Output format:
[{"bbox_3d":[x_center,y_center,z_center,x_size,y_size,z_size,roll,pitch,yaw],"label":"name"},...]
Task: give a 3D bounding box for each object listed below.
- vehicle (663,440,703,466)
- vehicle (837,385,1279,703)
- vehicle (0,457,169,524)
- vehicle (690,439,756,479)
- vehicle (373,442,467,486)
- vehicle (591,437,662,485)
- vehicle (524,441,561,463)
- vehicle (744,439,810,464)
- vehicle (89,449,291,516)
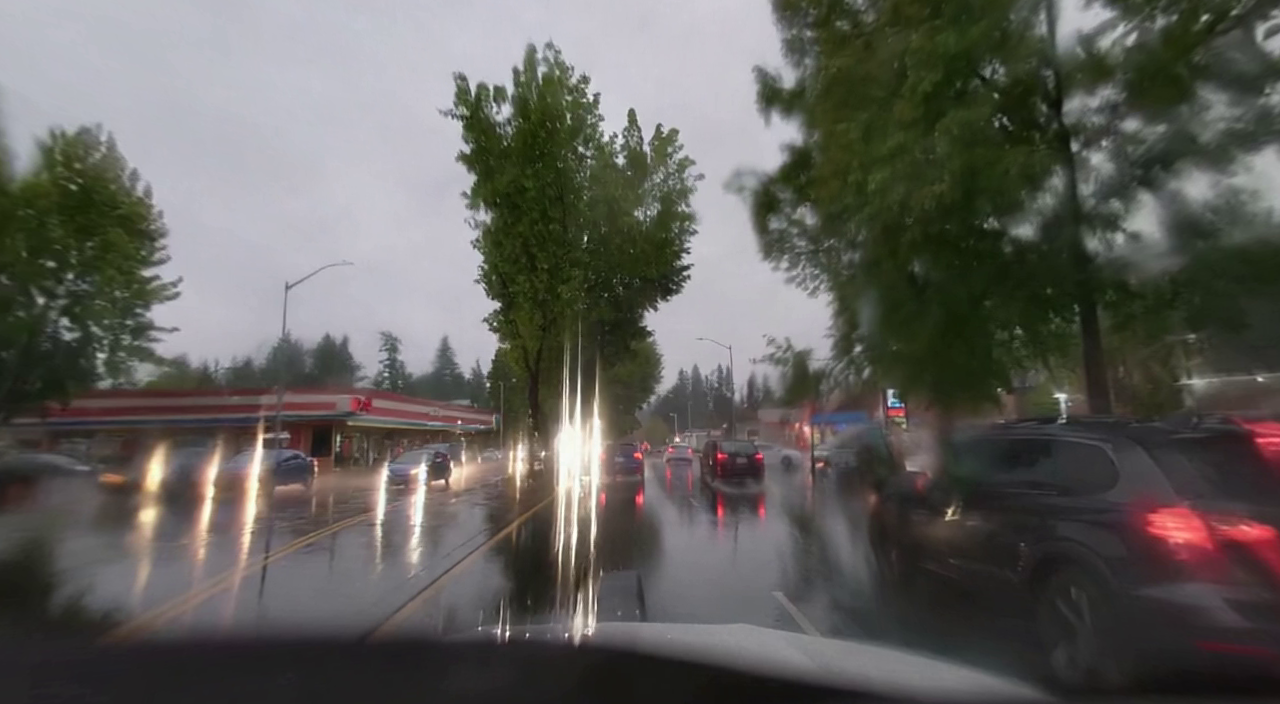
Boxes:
[{"bbox_3d":[2.663,6.302,39.744,2.098,1.527,3.966,0,-8,-2],"label":"vehicle"},{"bbox_3d":[3.169,1.191,4.485,2.097,1.502,4.470,0,-8,0],"label":"vehicle"},{"bbox_3d":[-15.222,3.589,16.923,1.846,1.463,4.461,0,-8,-1],"label":"vehicle"},{"bbox_3d":[3.311,4.354,25.996,2.060,1.471,4.168,0,-8,-1],"label":"vehicle"},{"bbox_3d":[-8.372,4.287,24.595,2.050,1.503,4.350,0,-8,1],"label":"vehicle"},{"bbox_3d":[-0.475,3.798,22.402,2.232,1.508,4.319,0,-8,-1],"label":"vehicle"},{"bbox_3d":[-7.407,7.653,48.435,2.085,1.610,4.085,0,-8,1],"label":"vehicle"},{"bbox_3d":[9.793,7.109,45.229,4.464,1.755,2.236,-2,-9,14],"label":"vehicle"},{"bbox_3d":[-11.576,3.337,16.798,2.028,1.469,4.533,0,-8,0],"label":"vehicle"}]
